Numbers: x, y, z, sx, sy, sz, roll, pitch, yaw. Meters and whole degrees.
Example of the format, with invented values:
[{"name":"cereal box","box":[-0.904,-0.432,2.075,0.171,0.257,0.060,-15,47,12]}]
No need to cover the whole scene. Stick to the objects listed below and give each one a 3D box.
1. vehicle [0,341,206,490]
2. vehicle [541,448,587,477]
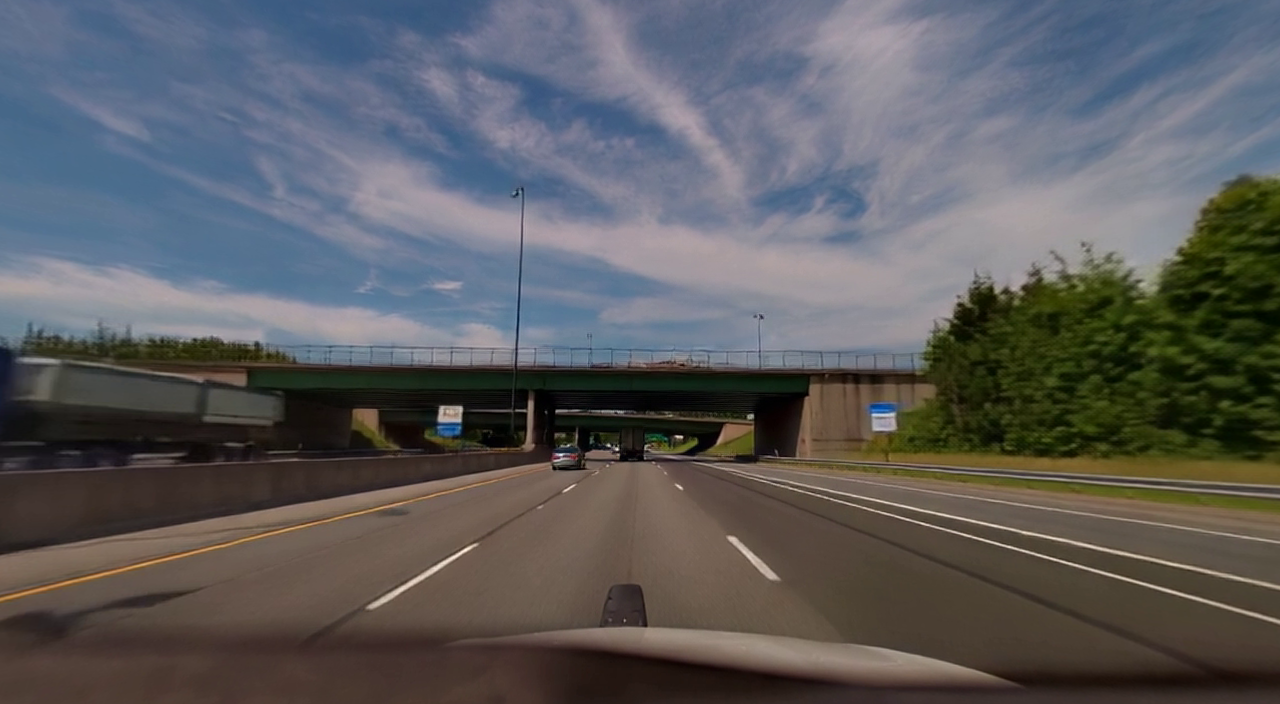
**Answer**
[{"name":"vehicle","box":[-16.714,1.938,17.718,2.946,3.523,8.294,0,-9,0]},{"name":"vehicle","box":[-4.201,6.210,35.645,2.042,1.526,4.516,0,-9,0]}]
